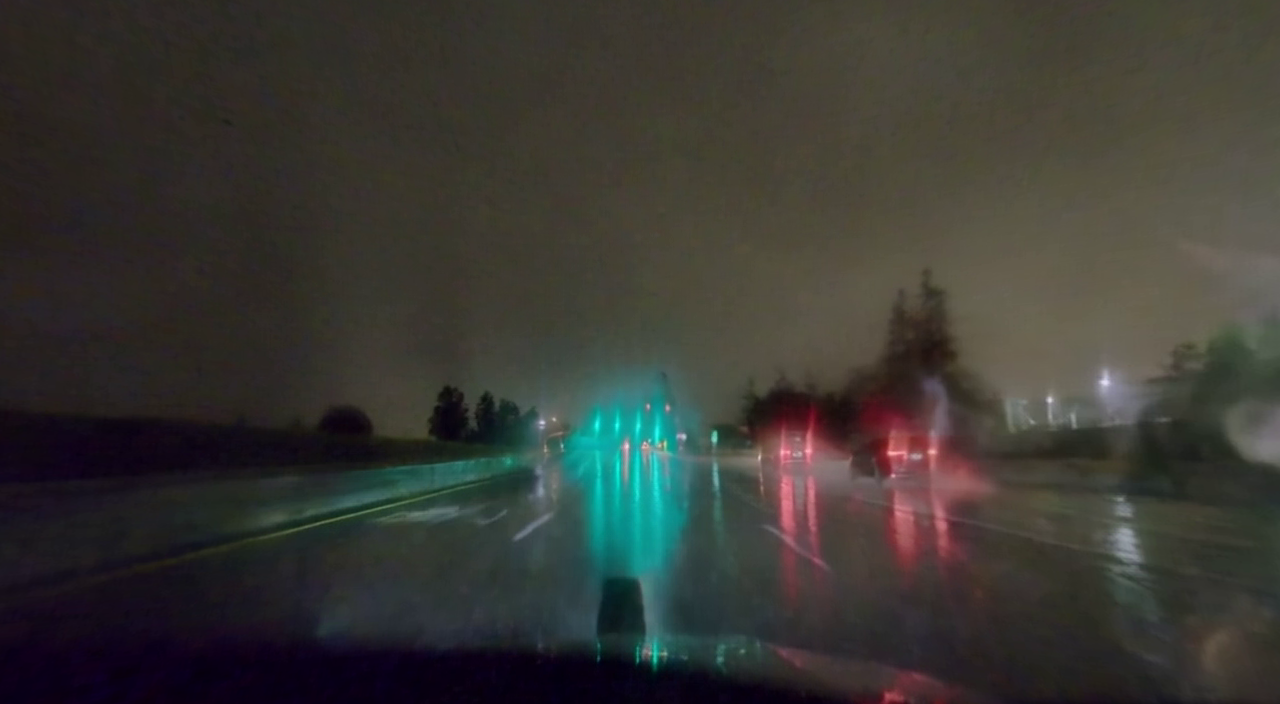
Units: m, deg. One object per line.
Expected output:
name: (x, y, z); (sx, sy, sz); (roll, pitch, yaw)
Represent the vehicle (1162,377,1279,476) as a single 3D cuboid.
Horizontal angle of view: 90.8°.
vehicle: (28.467, 2.796, 24.417); (2.939, 4.075, 14.109); (1, -9, -8)
